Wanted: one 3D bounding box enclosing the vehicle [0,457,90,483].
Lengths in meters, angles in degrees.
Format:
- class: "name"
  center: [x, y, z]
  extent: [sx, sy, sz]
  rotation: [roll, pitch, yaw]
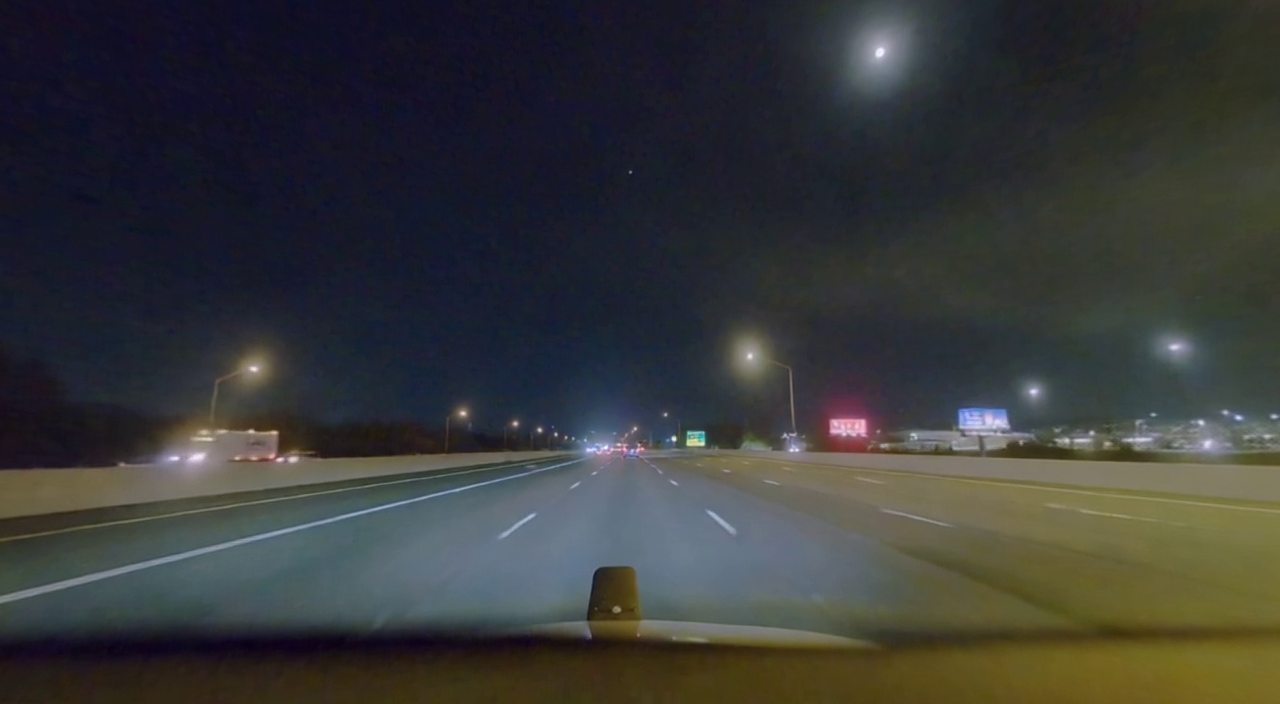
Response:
- class: "vehicle"
  center: [-40.931, 8.070, 43.436]
  extent: [1.888, 1.548, 4.818]
  rotation: [0, -9, 1]
